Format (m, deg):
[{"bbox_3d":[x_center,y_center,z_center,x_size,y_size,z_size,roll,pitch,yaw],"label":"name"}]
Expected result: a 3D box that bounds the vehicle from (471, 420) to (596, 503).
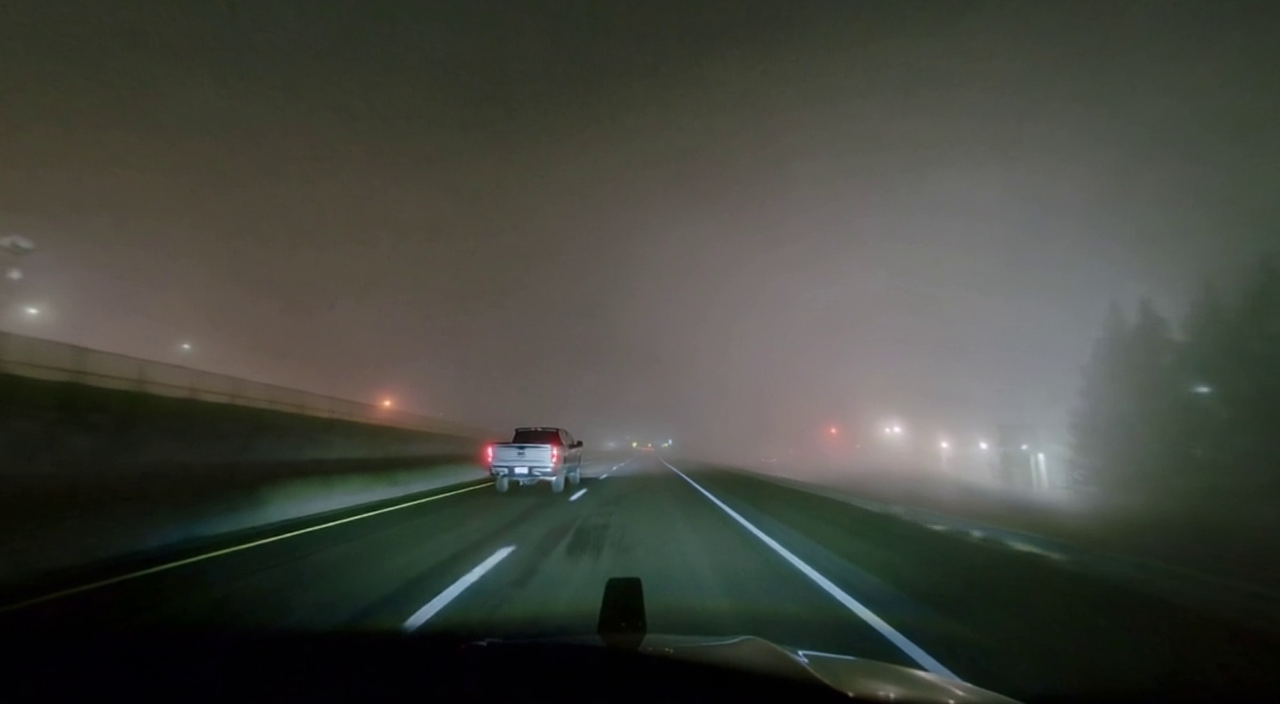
[{"bbox_3d":[-2.678,2.973,17.577,2.350,1.932,5.562,-1,-8,2],"label":"vehicle"}]
